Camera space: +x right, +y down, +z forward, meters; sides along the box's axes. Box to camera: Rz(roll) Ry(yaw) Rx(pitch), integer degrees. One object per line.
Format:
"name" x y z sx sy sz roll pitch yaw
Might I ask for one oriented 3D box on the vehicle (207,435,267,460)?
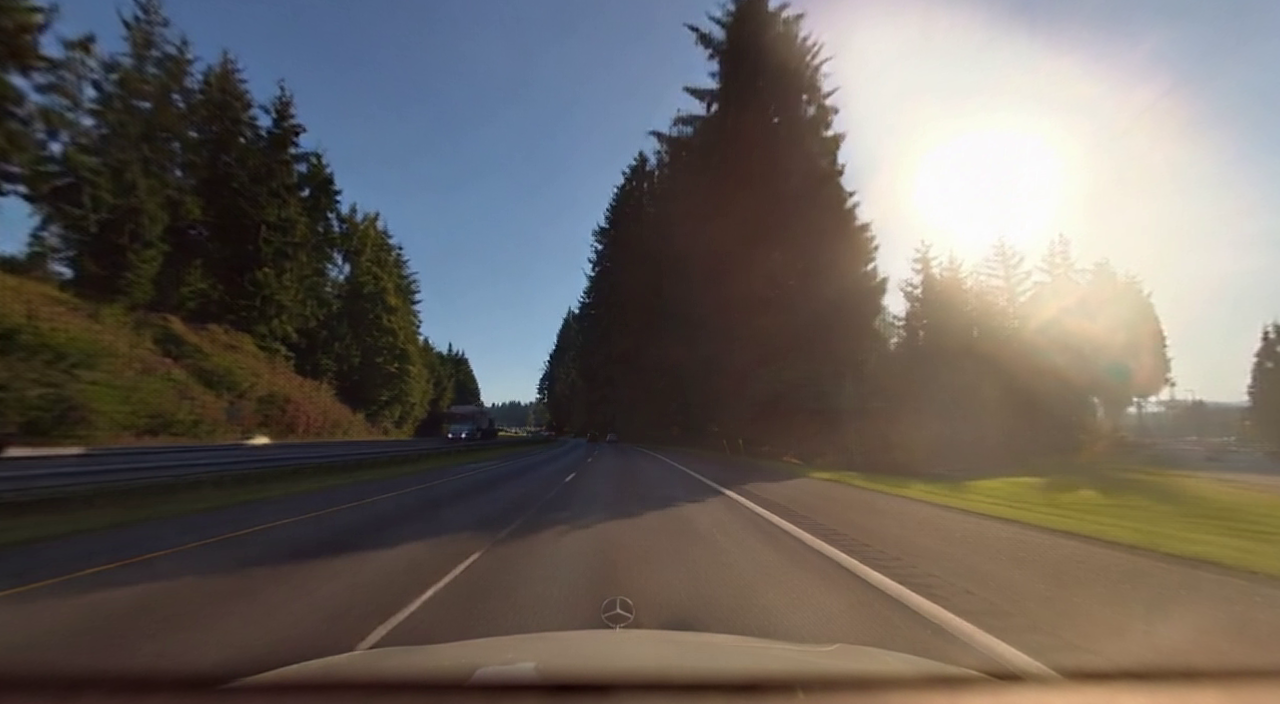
"vehicle" -25.351 5.997 39.847 1.863 1.467 4.431 2 -7 -15
